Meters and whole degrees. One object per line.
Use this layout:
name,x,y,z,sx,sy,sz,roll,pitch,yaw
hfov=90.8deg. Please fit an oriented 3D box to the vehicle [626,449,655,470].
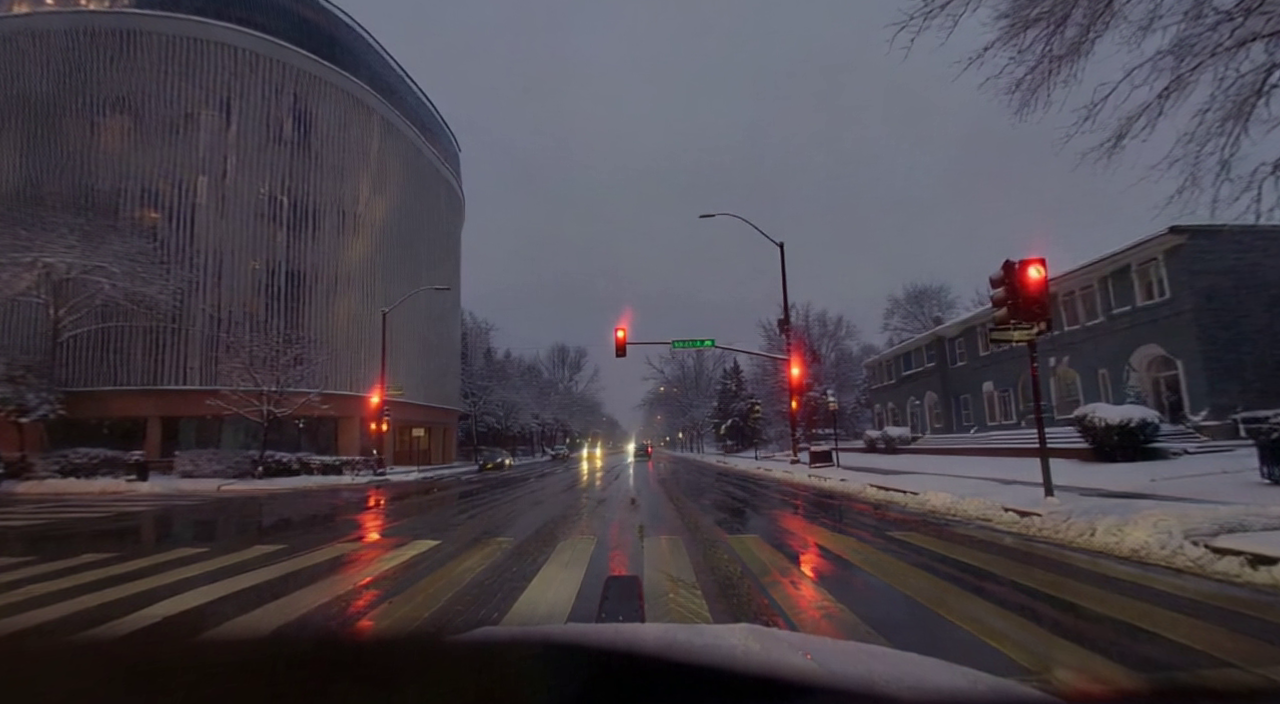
vehicle,-0.022,8.247,48.788,2.088,1.452,4.833,0,-8,-2
